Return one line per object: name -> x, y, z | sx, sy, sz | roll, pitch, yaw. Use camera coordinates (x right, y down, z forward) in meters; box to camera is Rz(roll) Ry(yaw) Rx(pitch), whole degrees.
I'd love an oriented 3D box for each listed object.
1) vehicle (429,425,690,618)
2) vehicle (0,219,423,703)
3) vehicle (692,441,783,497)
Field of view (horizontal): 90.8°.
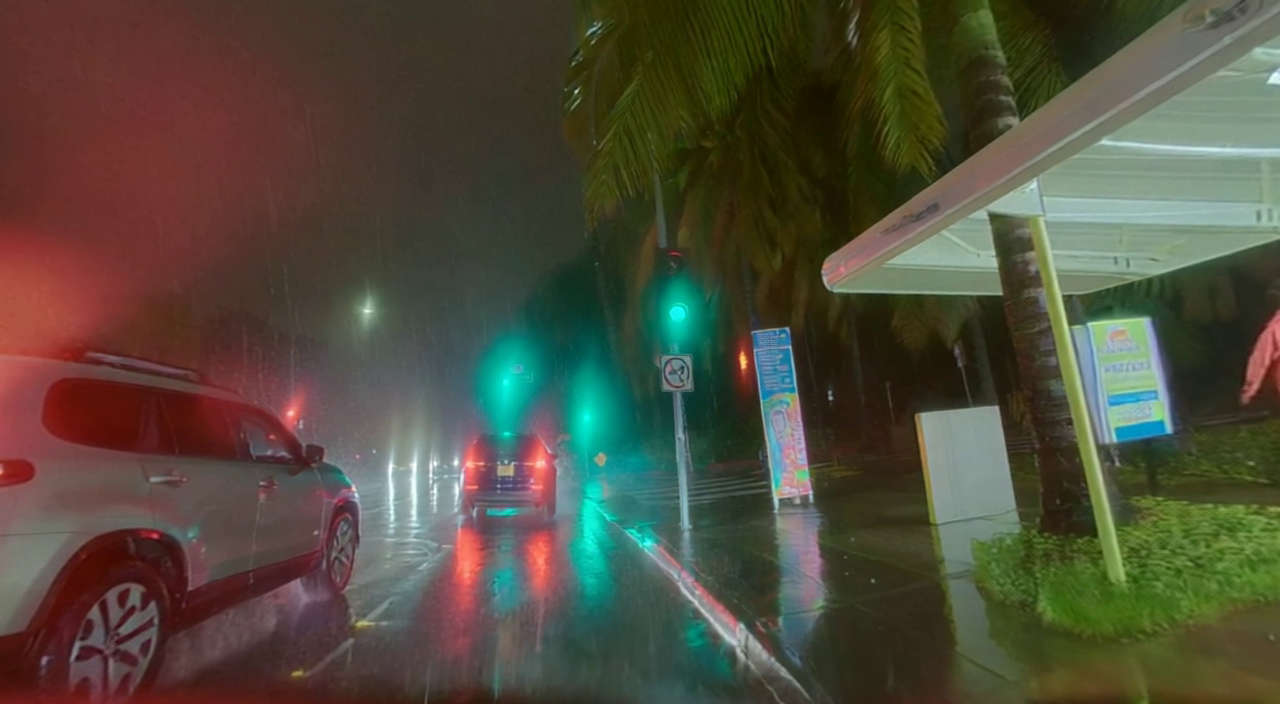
vehicle -> -1.013, 1.649, 7.218 | 2.065, 1.467, 4.289 | 2, -9, -11
vehicle -> -2.761, 0.924, 3.334 | 2.098, 1.851, 4.571 | 1, -9, -7
vehicle -> 4.916, 5.926, 32.149 | 3.987, 1.636, 1.903 | 12, 7, -8
